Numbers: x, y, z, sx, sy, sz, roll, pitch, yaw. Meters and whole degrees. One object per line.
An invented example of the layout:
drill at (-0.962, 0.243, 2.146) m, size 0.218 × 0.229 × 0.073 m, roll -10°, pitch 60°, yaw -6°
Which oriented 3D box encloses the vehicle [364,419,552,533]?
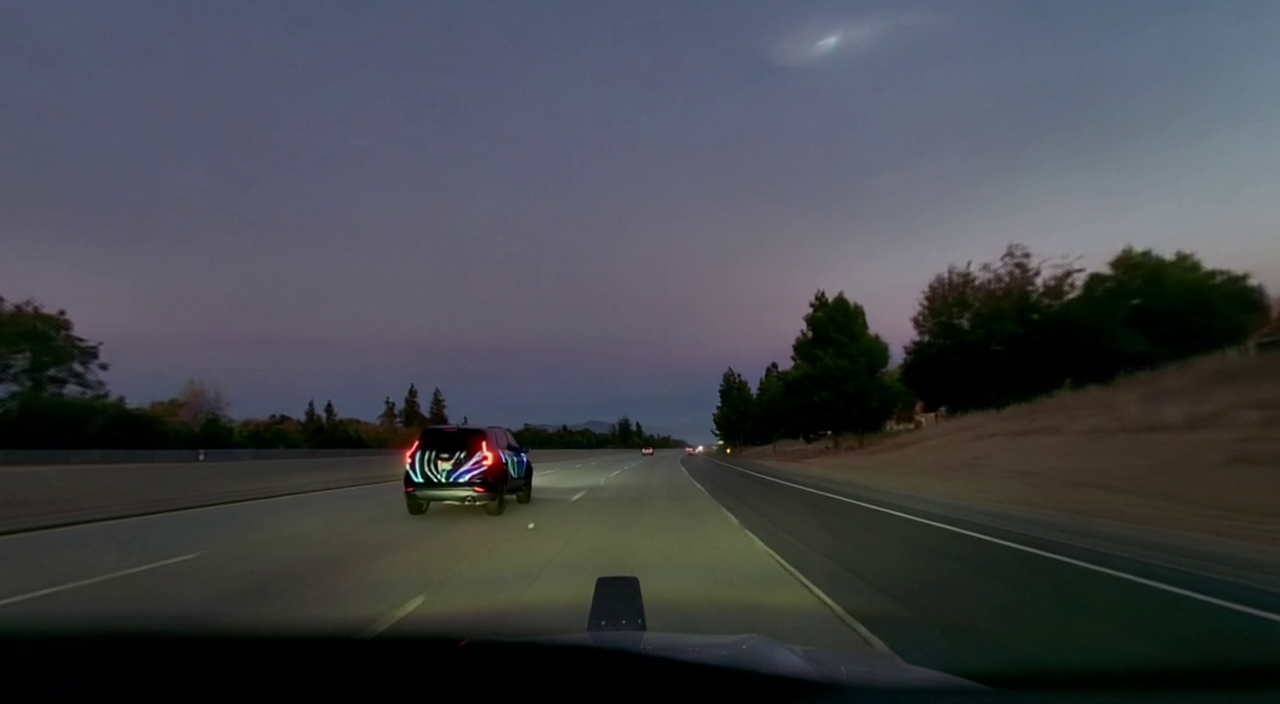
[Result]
vehicle at (-3.267, 2.336, 12.542) m, size 2.183 × 1.803 × 4.685 m, roll 0°, pitch -8°, yaw 2°
